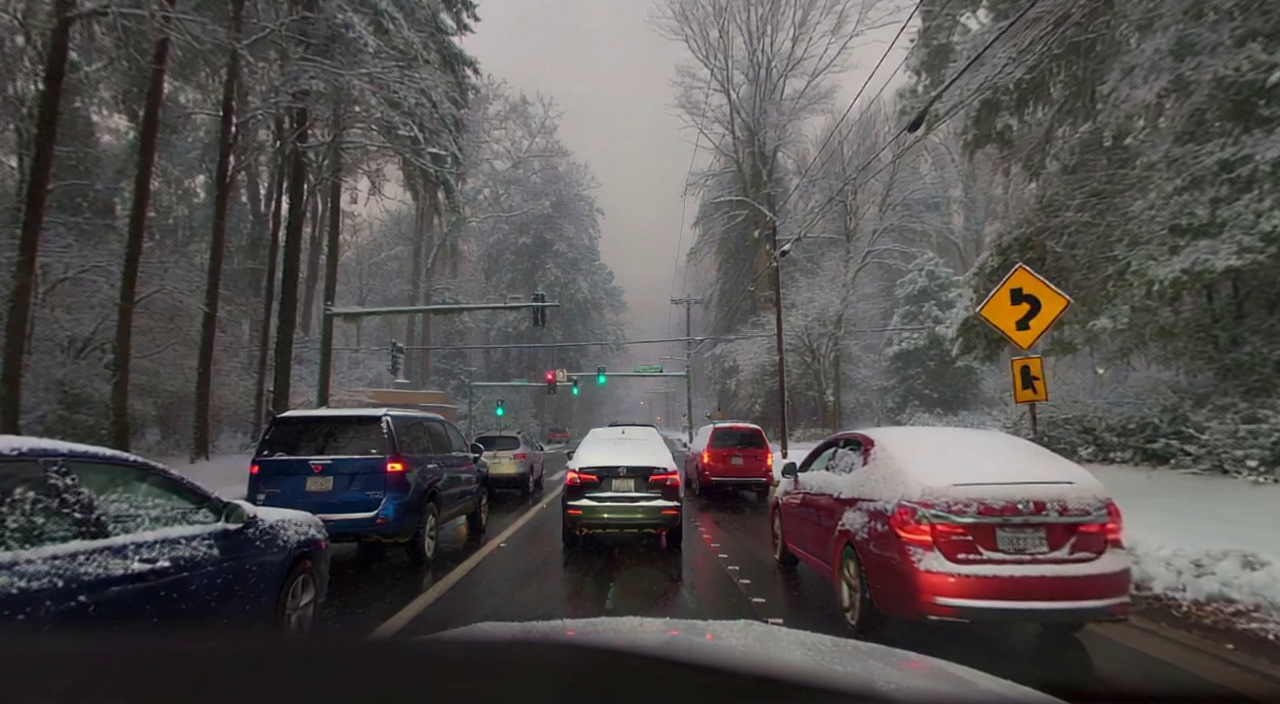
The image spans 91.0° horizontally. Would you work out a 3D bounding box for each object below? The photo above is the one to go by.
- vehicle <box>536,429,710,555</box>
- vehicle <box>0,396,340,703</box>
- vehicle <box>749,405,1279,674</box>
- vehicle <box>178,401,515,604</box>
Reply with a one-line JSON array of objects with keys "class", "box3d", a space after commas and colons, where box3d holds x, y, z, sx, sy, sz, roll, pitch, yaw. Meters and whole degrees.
[{"class": "vehicle", "box3d": [-0.250, 1.922, 9.319, 2.025, 1.453, 3.848, 0, -8, -2]}, {"class": "vehicle", "box3d": [-2.928, 0.840, 1.604, 1.974, 1.484, 4.716, 0, -8, 0]}, {"class": "vehicle", "box3d": [2.521, 1.399, 5.925, 2.116, 1.497, 4.652, 0, -8, 0]}, {"class": "vehicle", "box3d": [-2.897, 1.578, 7.444, 1.964, 1.712, 4.097, 0, -8, 0]}]
